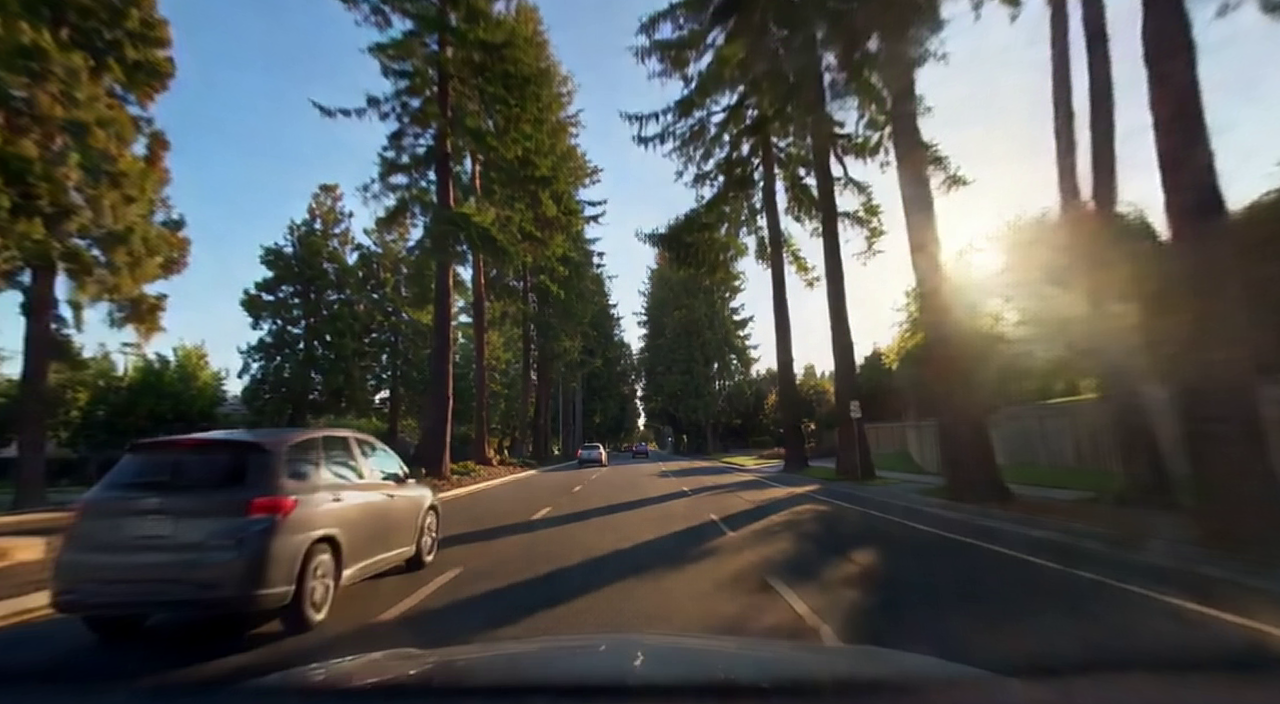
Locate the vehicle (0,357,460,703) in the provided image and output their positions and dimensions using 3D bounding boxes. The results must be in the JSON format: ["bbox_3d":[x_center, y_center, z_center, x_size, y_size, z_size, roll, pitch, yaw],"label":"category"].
[{"bbox_3d":[-3.223,1.210,5.199,2.058,1.671,4.704,0,-9,0],"label":"vehicle"}]

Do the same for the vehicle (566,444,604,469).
[{"bbox_3d":[-3.454,6.654,40.252,2.021,1.466,4.330,0,-9,1],"label":"vehicle"}]
